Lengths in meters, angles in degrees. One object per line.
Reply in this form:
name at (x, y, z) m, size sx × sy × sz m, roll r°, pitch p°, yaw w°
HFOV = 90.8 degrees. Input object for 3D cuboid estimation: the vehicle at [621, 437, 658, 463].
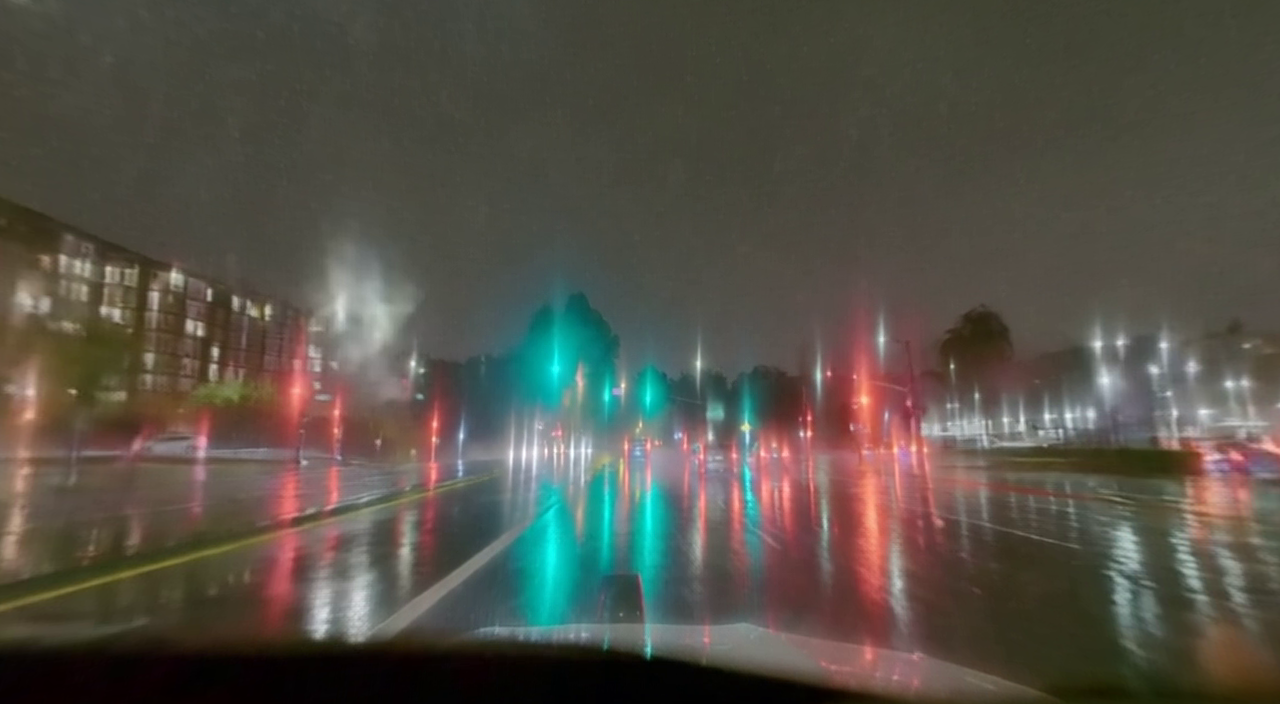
vehicle at (-0.030, 6.046, 39.030) m, size 2.143 × 1.480 × 4.006 m, roll 0°, pitch -8°, yaw 0°

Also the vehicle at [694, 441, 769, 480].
vehicle at (3.328, 4.047, 23.909) m, size 2.080 × 1.321 × 4.382 m, roll 0°, pitch -8°, yaw -2°

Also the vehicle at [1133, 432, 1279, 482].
vehicle at (23.732, 4.149, 25.004) m, size 6.313 × 1.772 × 2.263 m, roll -10°, pitch -10°, yaw 43°

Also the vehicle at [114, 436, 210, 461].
vehicle at (-30.001, 6.091, 39.698) m, size 4.469 × 1.501 × 1.990 m, roll -1°, pitch -9°, yaw 4°
